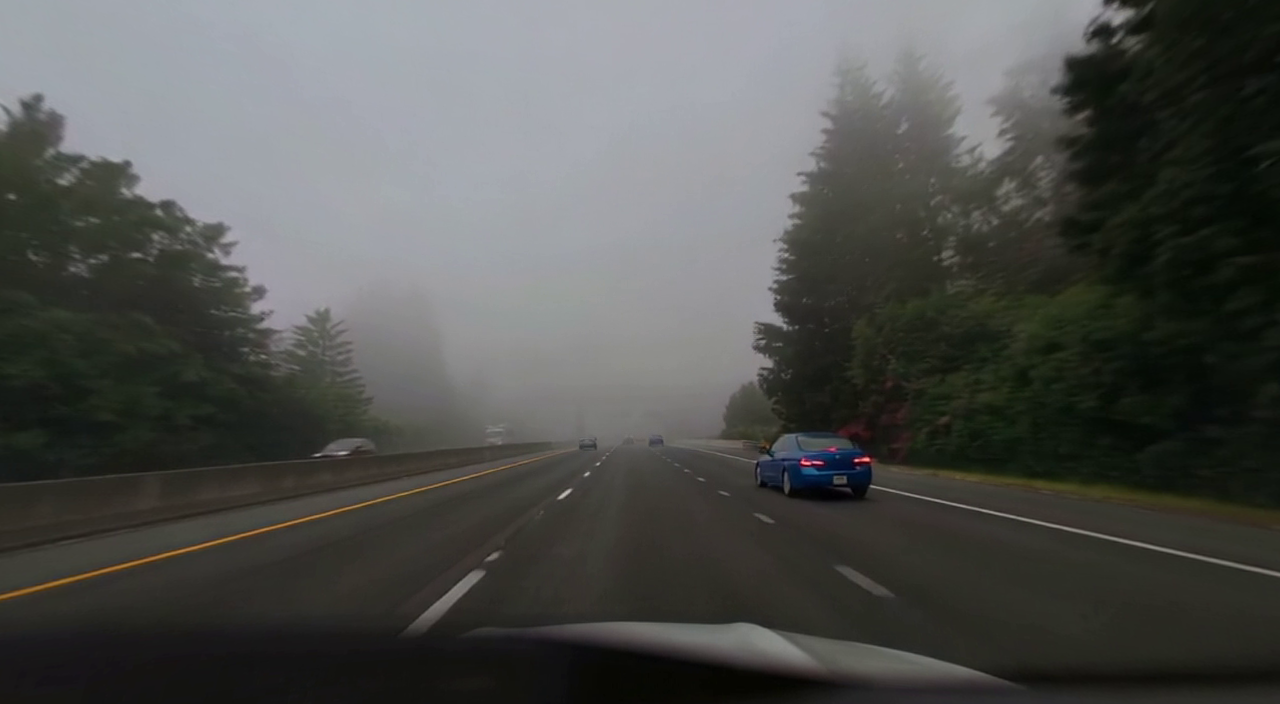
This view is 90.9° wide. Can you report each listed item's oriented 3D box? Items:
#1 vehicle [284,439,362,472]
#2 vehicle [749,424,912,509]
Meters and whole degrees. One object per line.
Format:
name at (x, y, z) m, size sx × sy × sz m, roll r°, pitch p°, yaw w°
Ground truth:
vehicle at (-16.601, 5.434, 33.285) m, size 1.866 × 1.594 × 4.434 m, roll 0°, pitch -8°, yaw -1°
vehicle at (3.840, 2.375, 13.670) m, size 2.031 × 1.531 × 4.365 m, roll 0°, pitch -8°, yaw -2°
